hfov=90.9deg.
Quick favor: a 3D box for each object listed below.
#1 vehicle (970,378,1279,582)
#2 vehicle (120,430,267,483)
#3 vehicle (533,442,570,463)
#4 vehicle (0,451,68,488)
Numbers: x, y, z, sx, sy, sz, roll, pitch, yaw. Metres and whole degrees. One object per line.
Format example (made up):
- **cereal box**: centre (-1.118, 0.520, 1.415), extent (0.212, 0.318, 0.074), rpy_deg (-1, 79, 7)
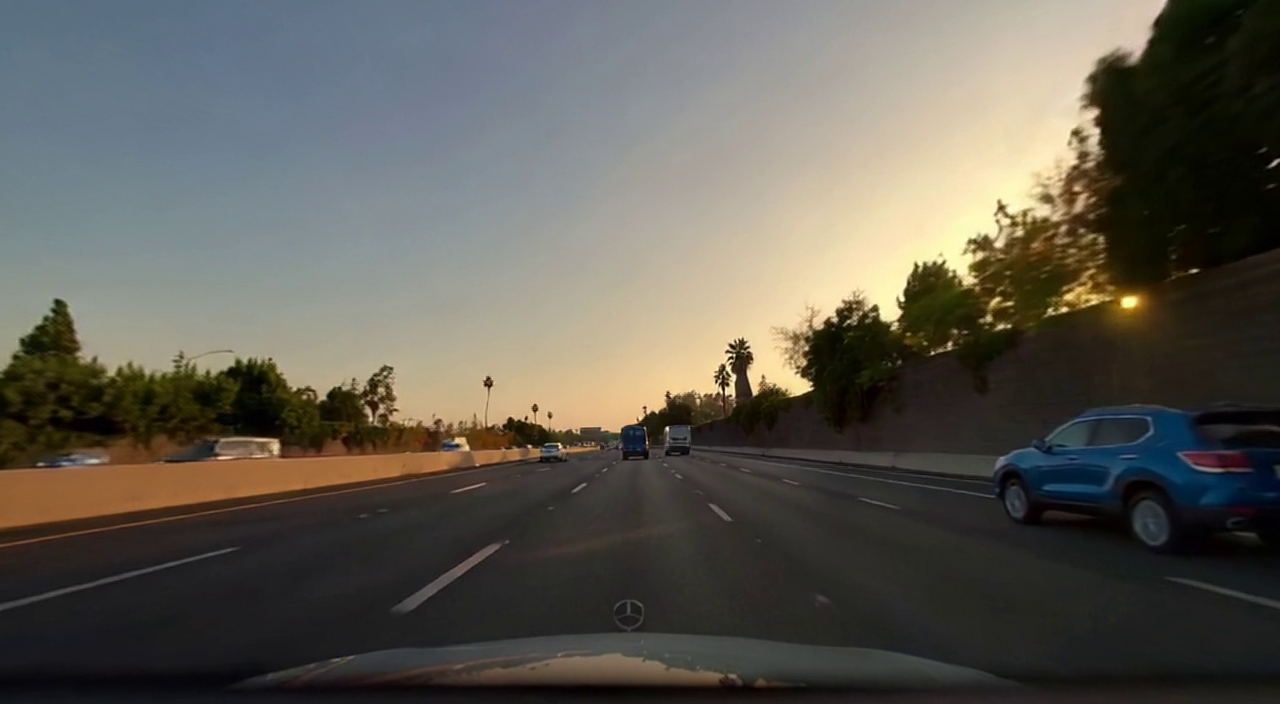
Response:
- **vehicle**: centre (7.147, 1.566, 8.633), extent (2.361, 1.911, 5.286), rpy_deg (0, -8, 0)
- **vehicle**: centre (-17.912, 4.198, 25.722), extent (2.240, 1.891, 5.113), rpy_deg (0, -8, 0)
- **vehicle**: centre (-6.725, 7.629, 48.173), extent (2.097, 1.525, 4.632), rpy_deg (0, -8, 1)
- **vehicle**: centre (-25.194, 4.678, 25.224), extent (1.507, 1.358, 3.253), rpy_deg (0, -8, 1)
